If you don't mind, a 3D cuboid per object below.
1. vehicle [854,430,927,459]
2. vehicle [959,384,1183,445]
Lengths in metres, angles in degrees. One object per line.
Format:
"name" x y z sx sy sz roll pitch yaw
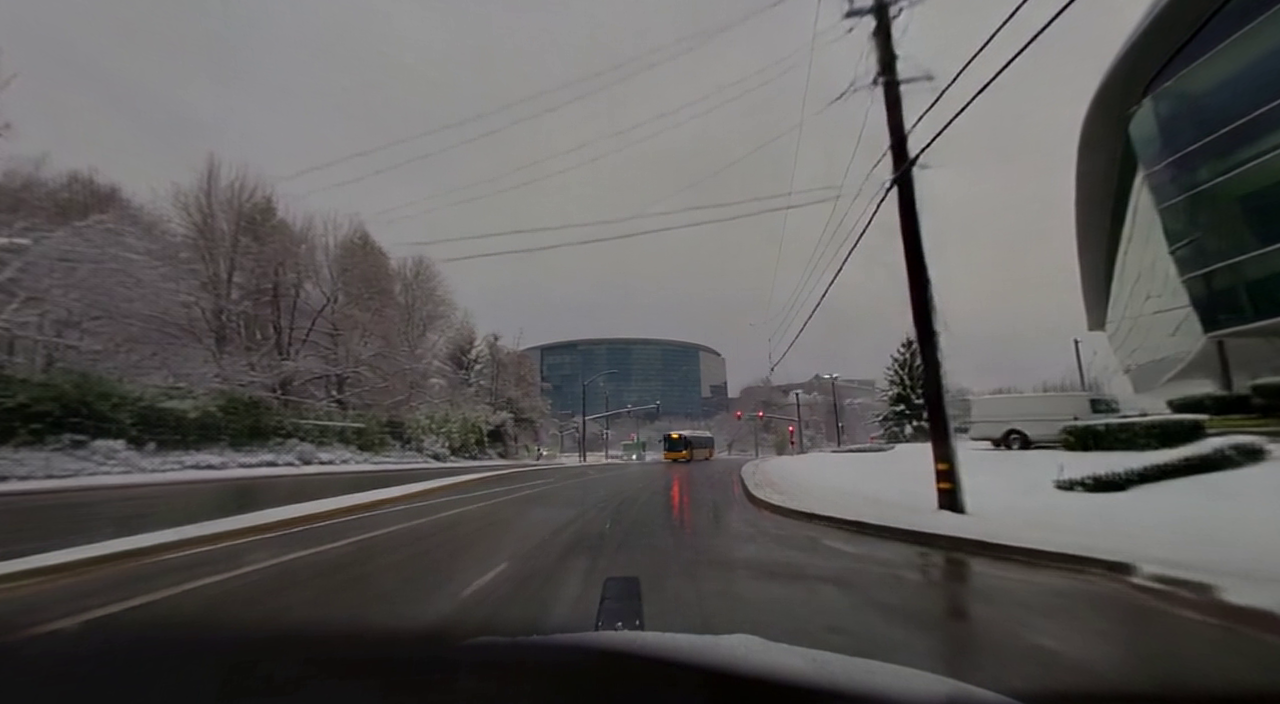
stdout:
"vehicle" 18.665 6.967 47.089 4.647 1.951 2.304 -3 -10 13
"vehicle" 14.368 2.173 21.420 5.745 1.902 2.244 -1 -9 9
